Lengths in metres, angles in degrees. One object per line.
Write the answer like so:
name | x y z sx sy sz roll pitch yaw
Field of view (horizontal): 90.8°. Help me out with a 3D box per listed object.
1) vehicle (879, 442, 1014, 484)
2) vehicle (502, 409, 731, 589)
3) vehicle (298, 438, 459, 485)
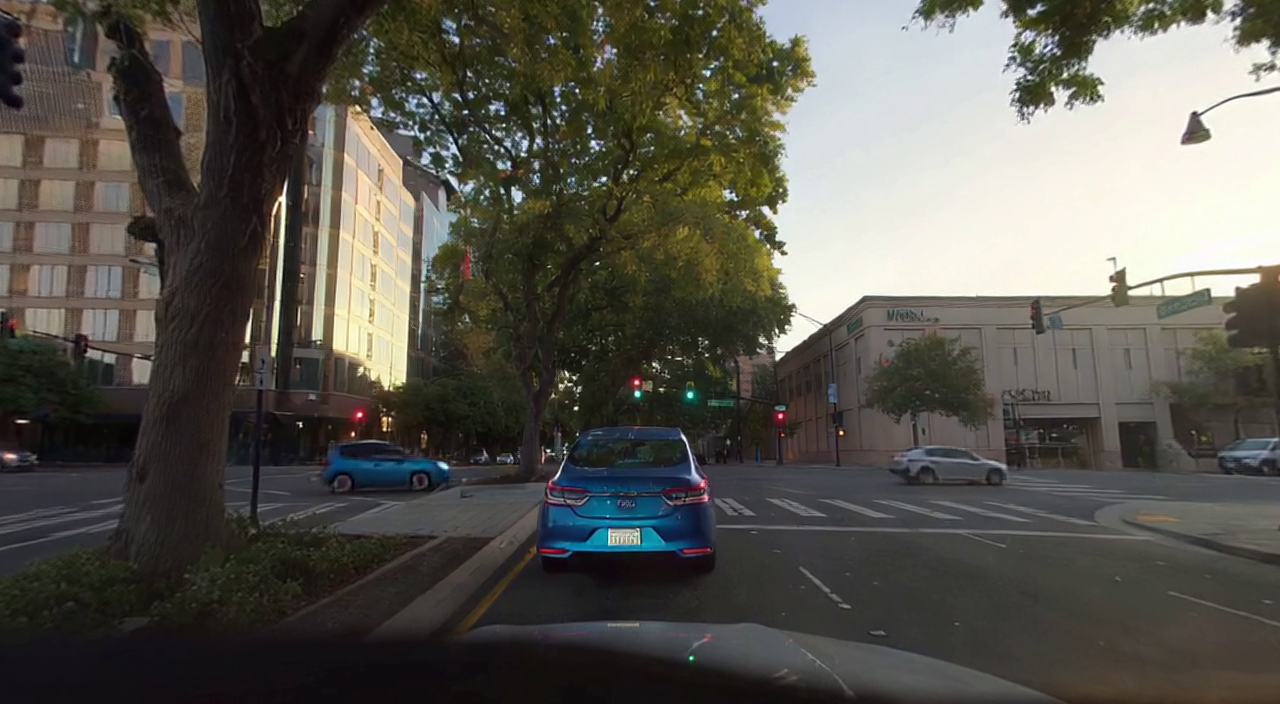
vehicle | 13.415 4.851 27.837 4.912 1.731 2.022 1 -8 -5
vehicle | -0.247 1.622 7.769 2.066 1.618 3.922 0 -8 -1
vehicle | -9.277 3.908 22.771 4.891 1.591 2.067 0 -8 -1
